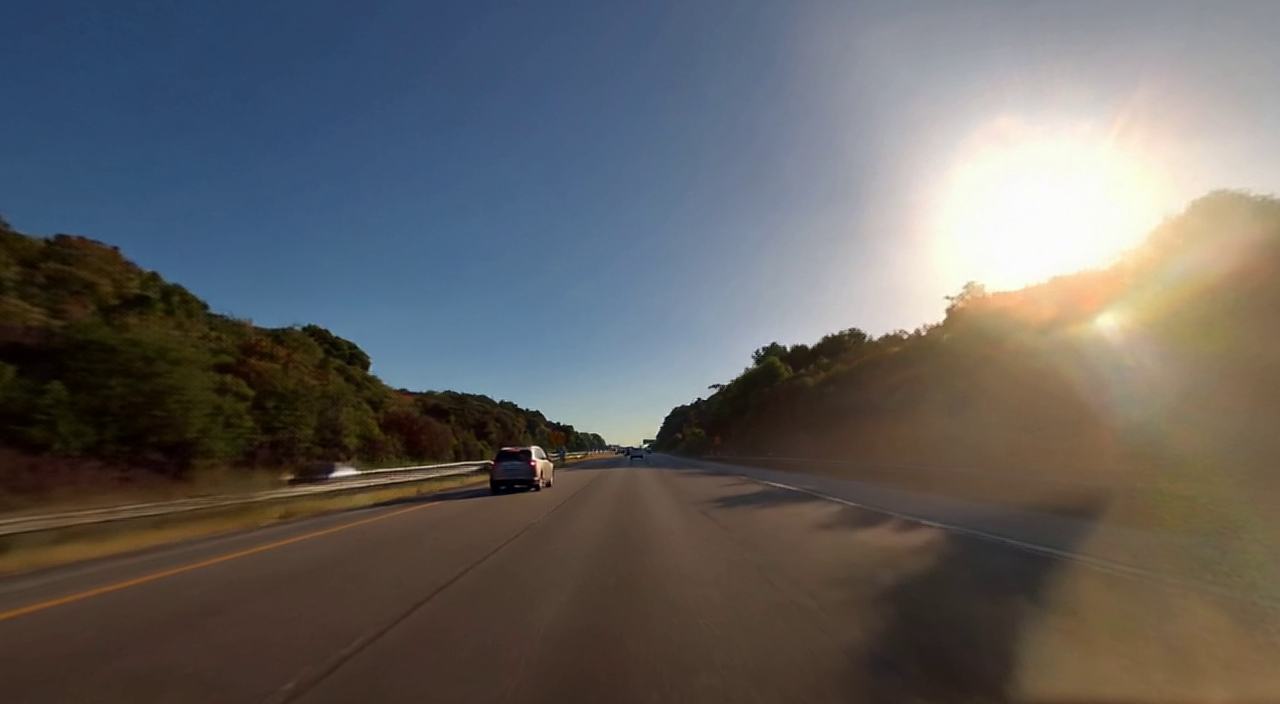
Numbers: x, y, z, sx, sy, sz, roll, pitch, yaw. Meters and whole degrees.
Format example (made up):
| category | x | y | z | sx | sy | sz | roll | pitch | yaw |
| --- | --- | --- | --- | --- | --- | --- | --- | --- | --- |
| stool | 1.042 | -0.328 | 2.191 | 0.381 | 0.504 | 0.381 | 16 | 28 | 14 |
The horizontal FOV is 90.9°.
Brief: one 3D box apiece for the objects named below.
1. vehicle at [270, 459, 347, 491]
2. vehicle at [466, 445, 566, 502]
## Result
| category | x | y | z | sx | sy | sz | roll | pitch | yaw |
| --- | --- | --- | --- | --- | --- | --- | --- | --- | --- |
| vehicle | -16.483 | 6.102 | 31.514 | 1.827 | 1.450 | 3.766 | 0 | -9 | -1 |
| vehicle | -3.536 | 3.573 | 18.974 | 2.054 | 1.475 | 4.708 | 0 | -9 | 0 |
